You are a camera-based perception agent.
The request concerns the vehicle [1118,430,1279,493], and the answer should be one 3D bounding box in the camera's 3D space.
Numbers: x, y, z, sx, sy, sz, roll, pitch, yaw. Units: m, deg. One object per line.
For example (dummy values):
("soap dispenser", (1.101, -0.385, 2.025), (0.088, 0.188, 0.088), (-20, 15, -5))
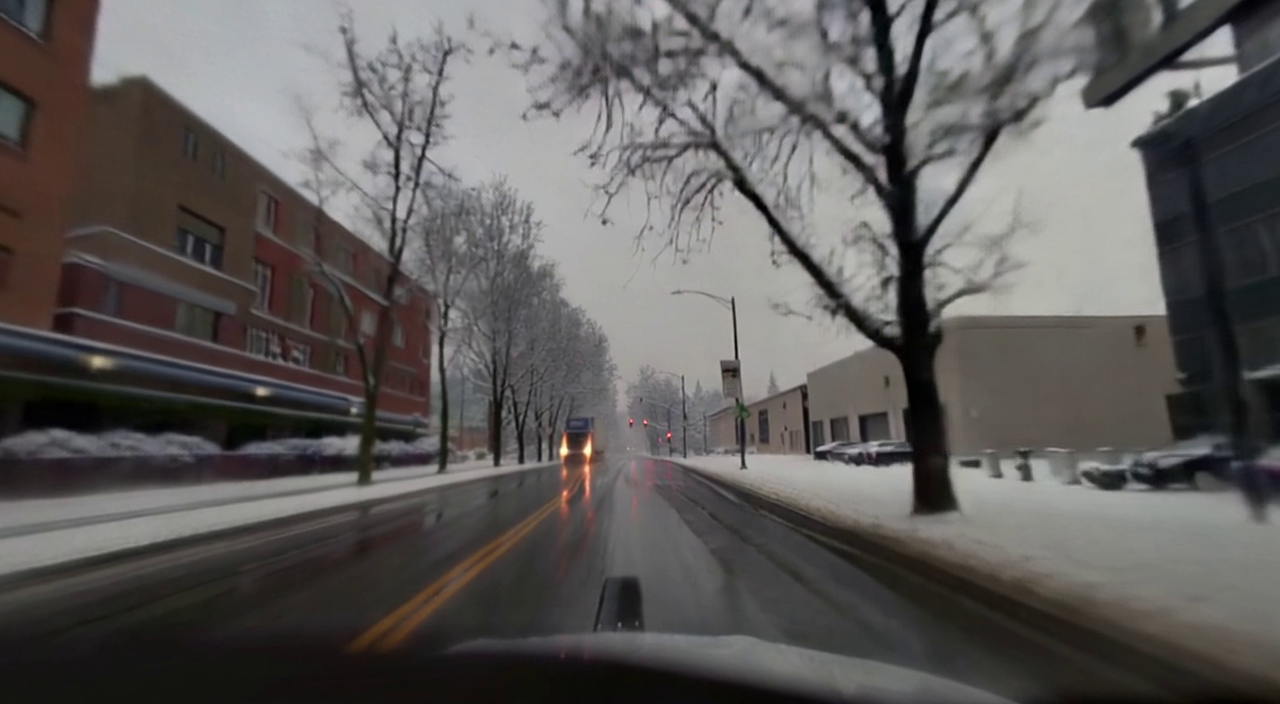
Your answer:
("vehicle", (15.927, 2.968, 17.214), (4.146, 1.600, 1.874), (0, -9, -3))
